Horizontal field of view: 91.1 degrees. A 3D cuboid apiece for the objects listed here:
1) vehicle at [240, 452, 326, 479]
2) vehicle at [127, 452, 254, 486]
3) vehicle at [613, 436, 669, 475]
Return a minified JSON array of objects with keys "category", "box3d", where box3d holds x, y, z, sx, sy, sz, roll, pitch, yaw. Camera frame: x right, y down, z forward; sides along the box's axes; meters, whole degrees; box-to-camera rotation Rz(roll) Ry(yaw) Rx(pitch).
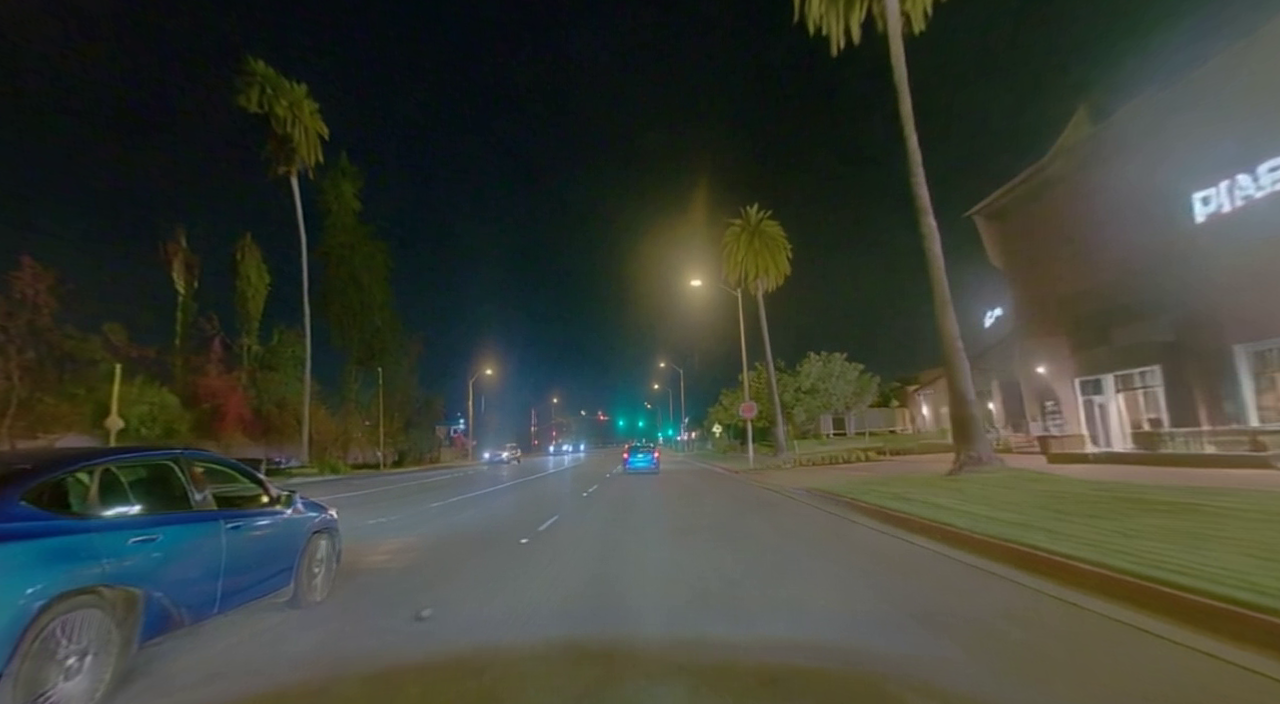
[{"category":"vehicle","box3d":[-21.534,6.802,37.975,4.320,1.496,2.046,5,-10,-29]},{"category":"vehicle","box3d":[-21.345,5.565,30.043,4.440,1.498,2.001,3,-9,-20]},{"category":"vehicle","box3d":[0.074,4.319,26.397,2.144,1.514,4.063,0,-9,1]}]
